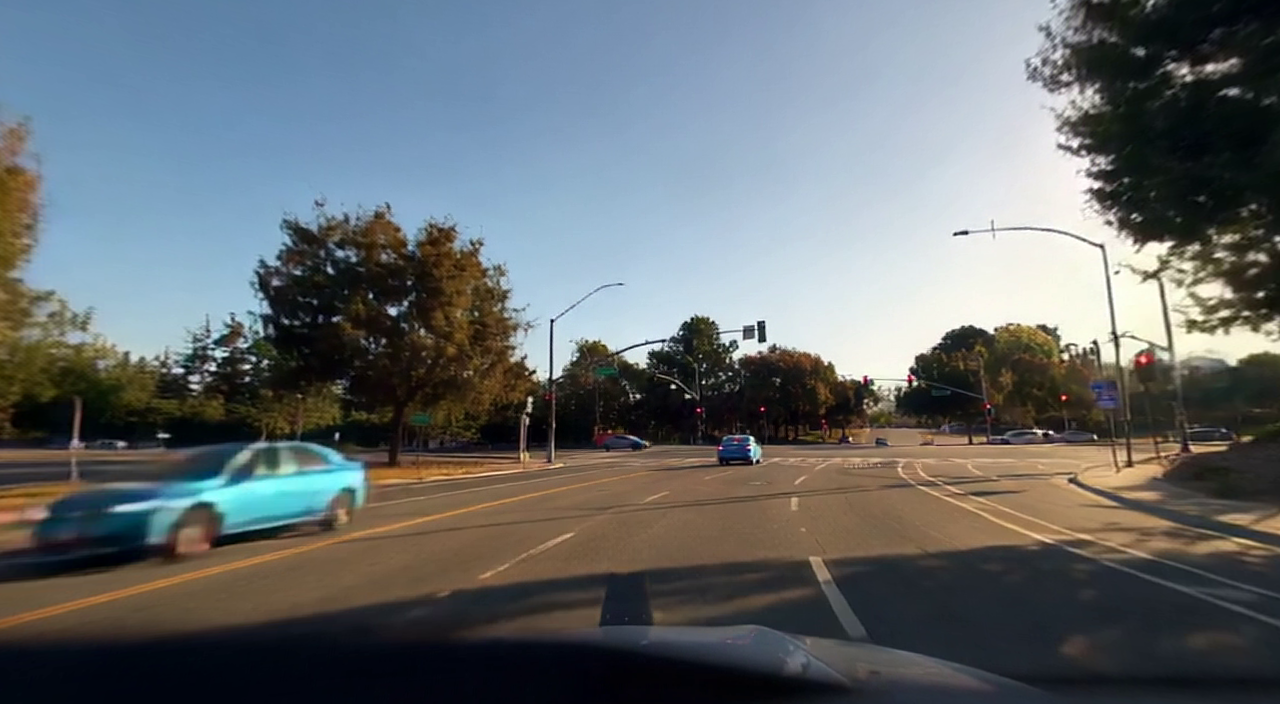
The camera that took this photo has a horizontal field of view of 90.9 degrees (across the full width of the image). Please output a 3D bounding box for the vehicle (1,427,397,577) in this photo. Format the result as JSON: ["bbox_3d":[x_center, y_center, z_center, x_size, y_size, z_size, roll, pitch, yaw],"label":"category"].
[{"bbox_3d":[-5.710,1.943,9.176,1.983,1.562,4.652,-1,-8,8],"label":"vehicle"}]

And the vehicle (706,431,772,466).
[{"bbox_3d":[4.909,4.677,30.754,2.055,1.573,4.065,-4,-9,26],"label":"vehicle"}]
